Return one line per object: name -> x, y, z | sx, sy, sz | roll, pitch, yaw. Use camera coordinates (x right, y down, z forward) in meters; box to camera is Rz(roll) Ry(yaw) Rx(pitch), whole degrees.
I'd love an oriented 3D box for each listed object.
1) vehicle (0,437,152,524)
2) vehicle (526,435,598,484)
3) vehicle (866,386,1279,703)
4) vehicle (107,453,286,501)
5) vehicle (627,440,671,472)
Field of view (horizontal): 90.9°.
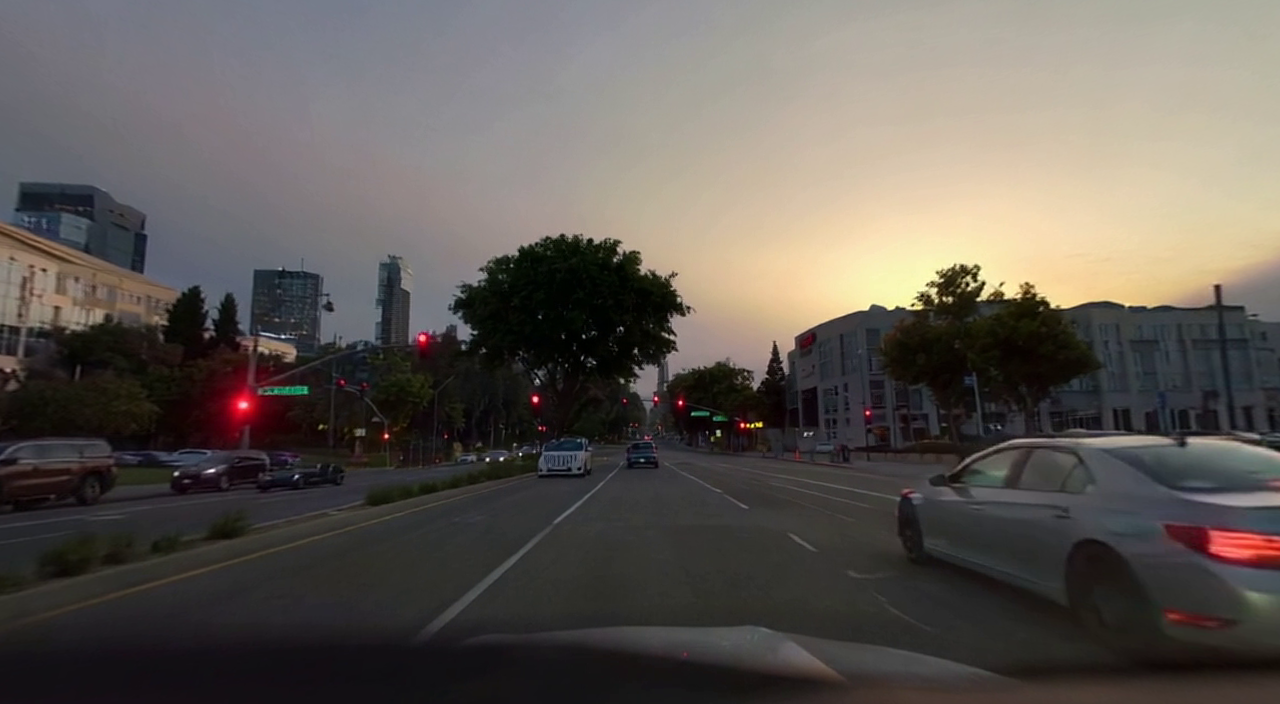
vehicle -> -15.336, 3.054, 15.275 | 2.337, 1.895, 5.872 | 0, -8, -1
vehicle -> -2.861, 4.077, 24.231 | 2.057, 1.678, 4.639 | 0, -8, 1
vehicle -> 3.746, 1.243, 4.951 | 2.109, 1.510, 4.927 | 0, -8, 0
vehicle -> -14.842, 4.191, 21.294 | 4.481, 1.455, 2.068 | -1, -8, 2
vehicle -> 0.421, 5.192, 31.649 | 2.059, 1.477, 3.988 | 0, -8, 0
